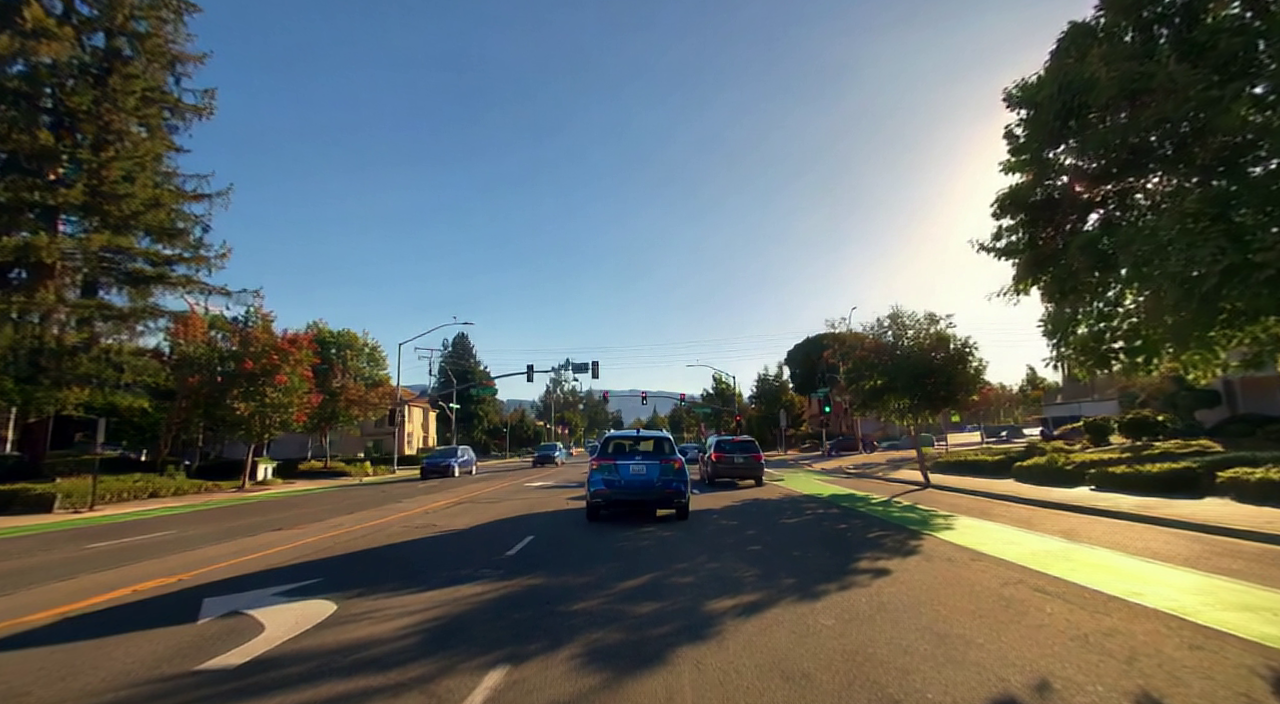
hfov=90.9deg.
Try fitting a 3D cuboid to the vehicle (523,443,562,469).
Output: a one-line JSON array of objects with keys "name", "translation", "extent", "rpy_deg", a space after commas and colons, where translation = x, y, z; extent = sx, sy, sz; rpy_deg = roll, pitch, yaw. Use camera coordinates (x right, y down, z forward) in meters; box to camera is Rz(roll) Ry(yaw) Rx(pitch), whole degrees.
[{"name": "vehicle", "translation": [-6.887, 7.339, 44.845], "extent": [2.005, 1.729, 4.293], "rpy_deg": [0, -8, 1]}]

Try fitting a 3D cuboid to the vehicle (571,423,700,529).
[{"name": "vehicle", "translation": [-0.059, 2.345, 12.424], "extent": [2.109, 1.730, 3.963], "rpy_deg": [0, -8, 0]}]

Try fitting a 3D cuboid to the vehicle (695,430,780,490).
[{"name": "vehicle", "translation": [3.213, 3.664, 21.754], "extent": [2.189, 1.815, 4.495], "rpy_deg": [0, -8, 0]}]

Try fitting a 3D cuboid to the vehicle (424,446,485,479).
[{"name": "vehicle", "translation": [-9.994, 5.967, 34.352], "extent": [1.886, 1.666, 4.575], "rpy_deg": [0, -8, 1]}]
